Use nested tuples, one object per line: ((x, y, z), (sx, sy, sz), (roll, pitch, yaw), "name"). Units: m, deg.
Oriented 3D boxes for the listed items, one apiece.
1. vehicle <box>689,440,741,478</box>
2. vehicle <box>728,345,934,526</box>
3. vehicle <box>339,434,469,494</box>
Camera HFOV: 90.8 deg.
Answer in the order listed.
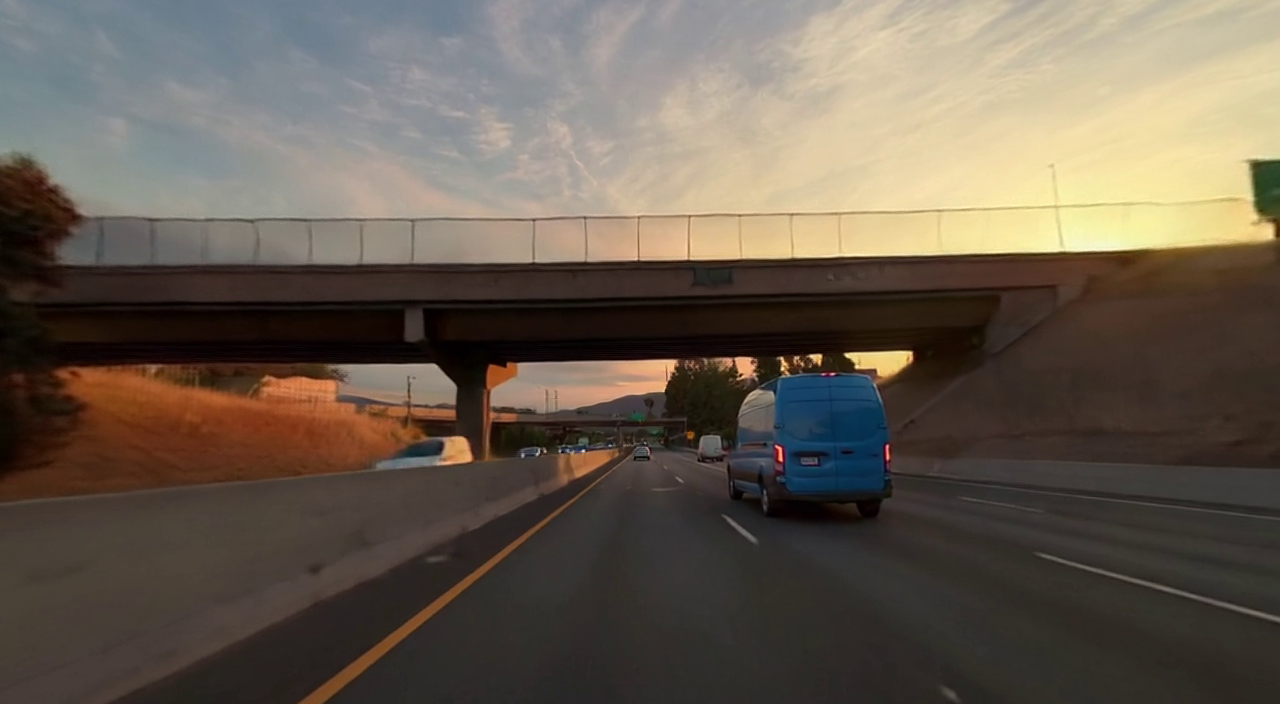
((3.593, 5.226, 31.013), (2.009, 1.731, 4.149), (0, -9, -1), "vehicle")
((3.807, 1.962, 14.499), (2.460, 3.155, 6.902), (0, -9, 0), "vehicle")
((-7.200, 3.478, 19.919), (2.317, 1.632, 4.613), (0, -9, 0), "vehicle")
